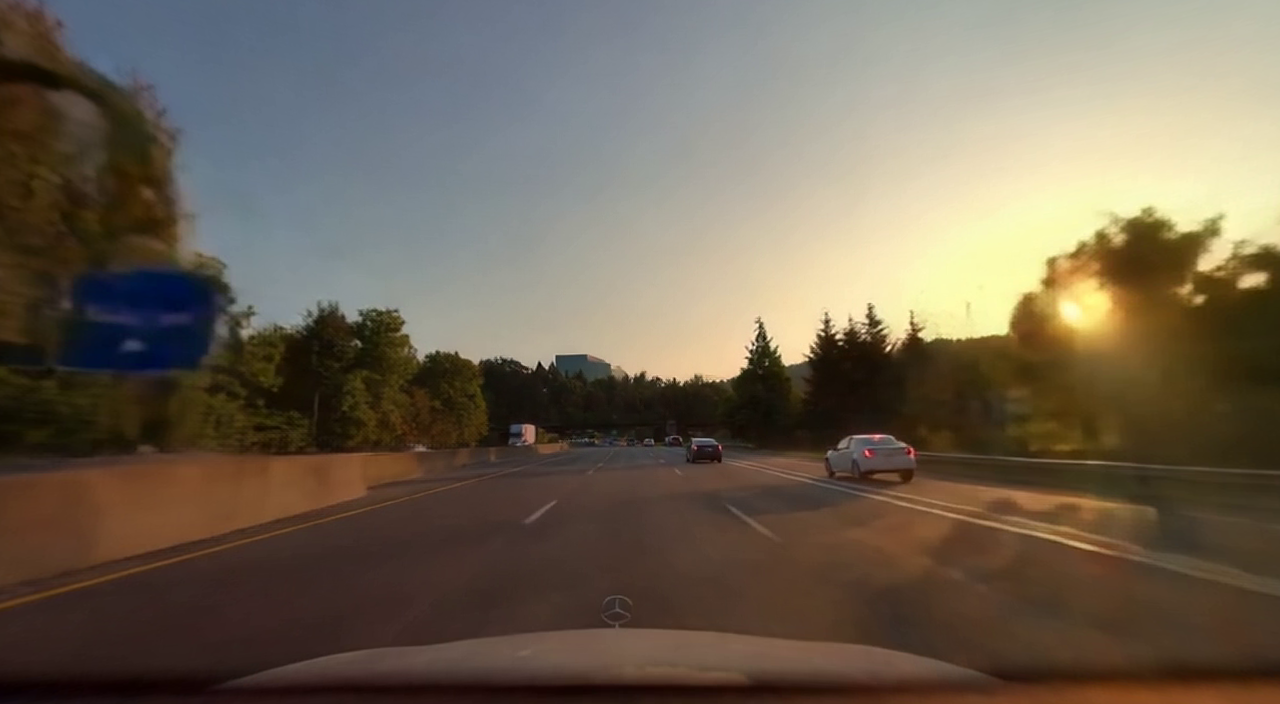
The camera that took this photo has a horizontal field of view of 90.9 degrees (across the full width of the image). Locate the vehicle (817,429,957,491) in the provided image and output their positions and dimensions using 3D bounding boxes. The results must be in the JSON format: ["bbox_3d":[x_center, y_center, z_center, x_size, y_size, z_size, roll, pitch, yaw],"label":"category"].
[{"bbox_3d":[6.908,3.053,18.345,2.003,1.522,4.940,0,-8,-1],"label":"vehicle"}]

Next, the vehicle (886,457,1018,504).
[{"bbox_3d":[7.017,2.893,14.449,1.535,0.862,2.814,0,-8,-2],"label":"vehicle"}]

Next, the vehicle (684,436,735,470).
[{"bbox_3d":[3.187,4.690,29.623,1.819,1.468,3.770,0,-8,-2],"label":"vehicle"}]
